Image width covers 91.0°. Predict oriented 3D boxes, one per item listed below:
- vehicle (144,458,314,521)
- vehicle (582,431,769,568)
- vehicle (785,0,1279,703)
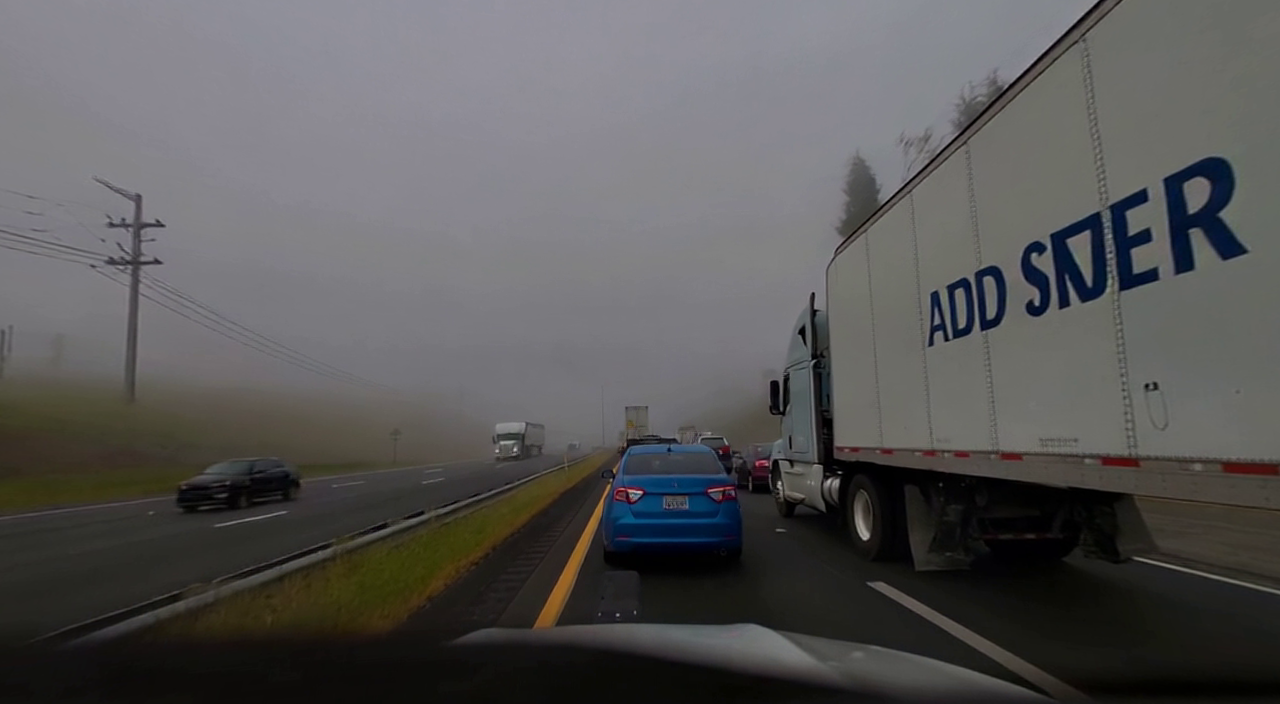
[{"bbox_3d":[-11.777,3.925,18.508,1.914,1.478,4.597,-1,-8,0],"label":"vehicle"},{"bbox_3d":[0.331,1.867,8.728,2.045,1.446,3.597,0,-8,-2],"label":"vehicle"},{"bbox_3d":[4.126,-0.242,2.989,3.138,4.065,14.276,0,-8,-1],"label":"vehicle"}]
